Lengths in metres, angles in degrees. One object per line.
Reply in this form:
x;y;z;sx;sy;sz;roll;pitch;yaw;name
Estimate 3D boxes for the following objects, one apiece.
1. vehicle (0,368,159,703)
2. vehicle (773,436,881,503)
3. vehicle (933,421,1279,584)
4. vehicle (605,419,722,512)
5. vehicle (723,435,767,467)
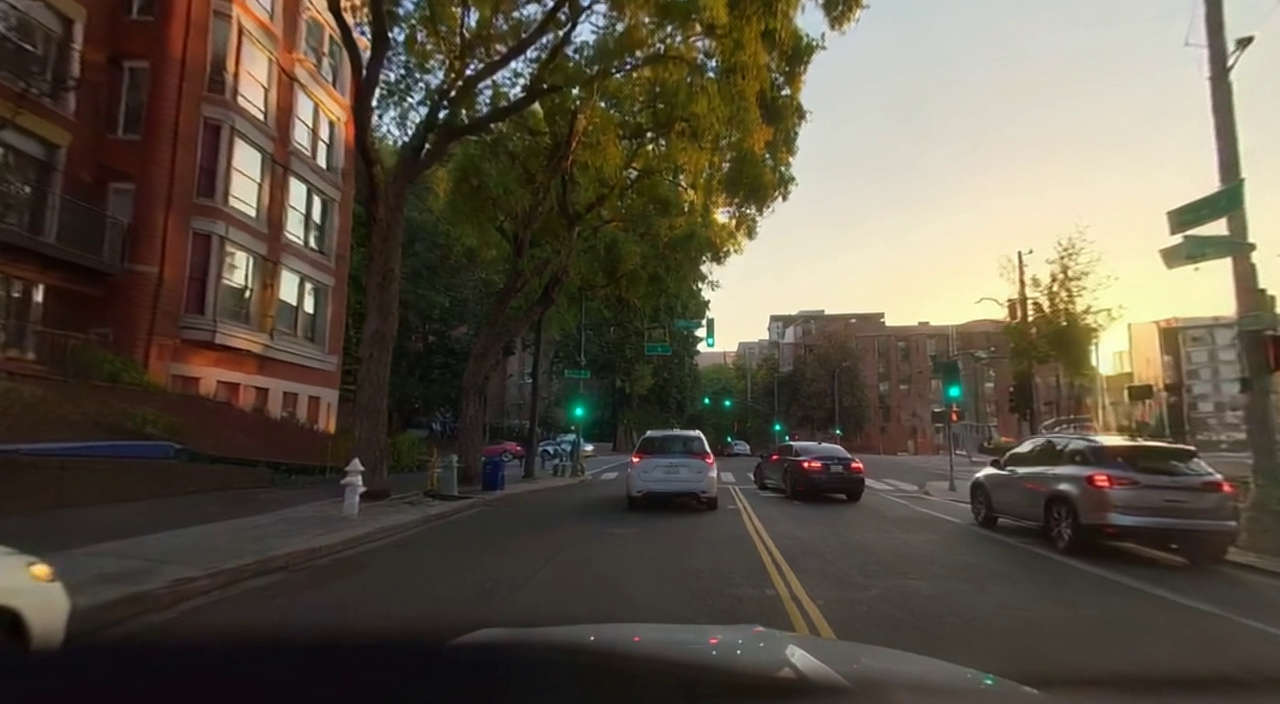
-4.053;0.769;1.464;2.013;1.772;4.439;-1;-8;7;vehicle
5.002;3.185;17.544;2.111;1.619;4.077;-1;-8;6;vehicle
6.760;2.114;9.974;2.093;1.815;5.441;-1;-8;5;vehicle
0.774;2.649;15.235;2.333;1.832;5.200;-1;-9;7;vehicle
5.920;5.658;36.088;2.111;1.705;4.093;-1;-8;5;vehicle
